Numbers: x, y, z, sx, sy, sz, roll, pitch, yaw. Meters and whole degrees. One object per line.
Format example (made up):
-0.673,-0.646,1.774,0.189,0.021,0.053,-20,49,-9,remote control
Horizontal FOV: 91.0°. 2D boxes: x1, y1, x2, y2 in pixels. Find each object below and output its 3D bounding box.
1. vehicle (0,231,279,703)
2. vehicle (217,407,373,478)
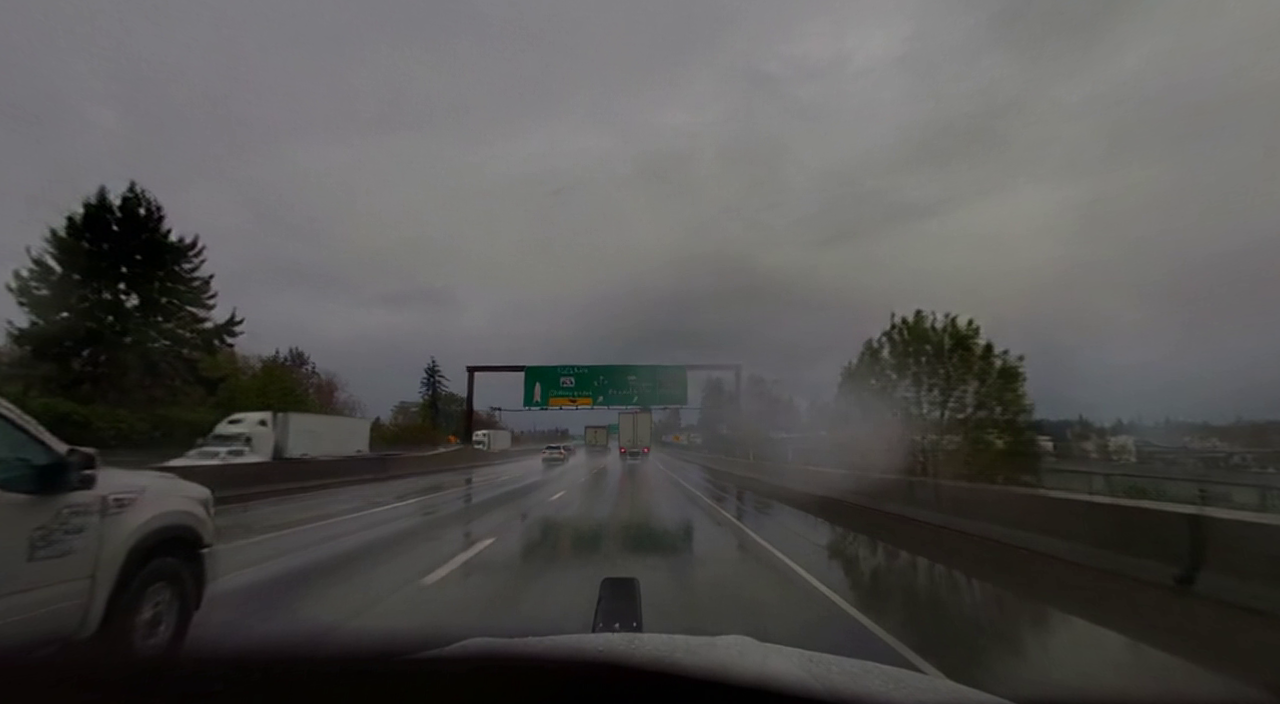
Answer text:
-3.427,0.492,1.568,2.223,2.045,4.798,0,-8,-1,vehicle
-23.134,6.280,43.883,2.924,4.080,14.299,0,-8,0,vehicle
